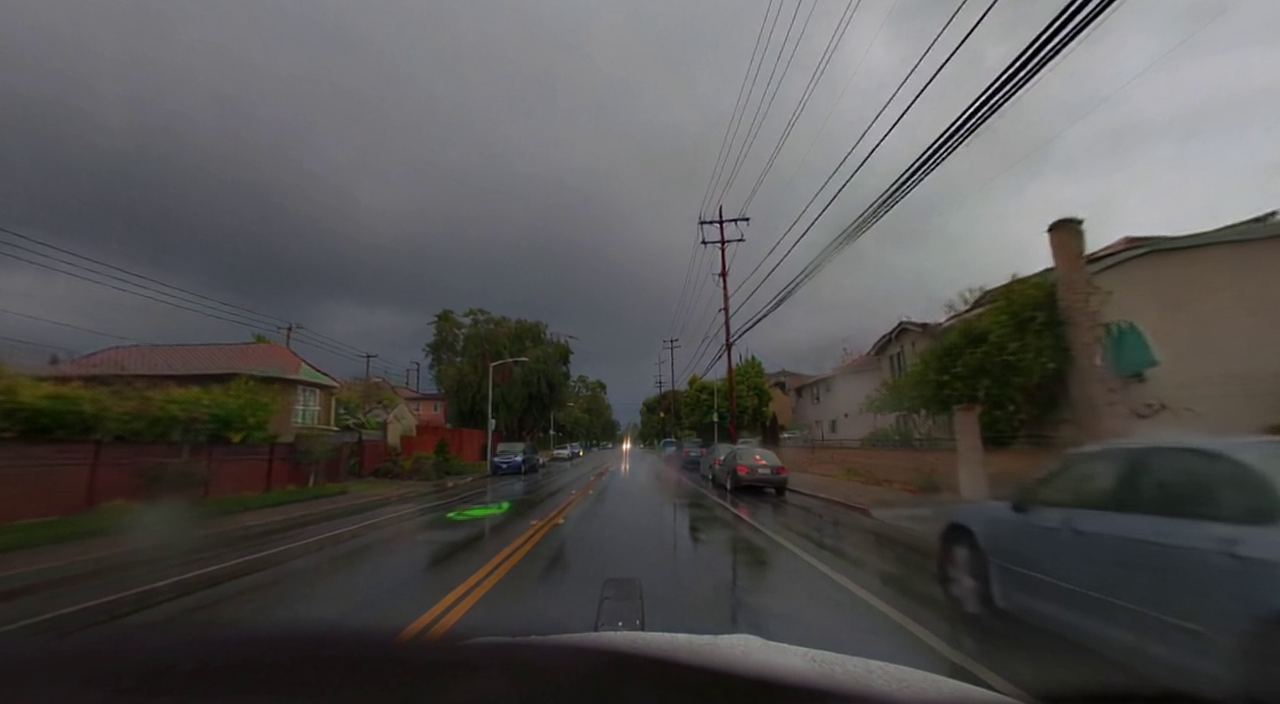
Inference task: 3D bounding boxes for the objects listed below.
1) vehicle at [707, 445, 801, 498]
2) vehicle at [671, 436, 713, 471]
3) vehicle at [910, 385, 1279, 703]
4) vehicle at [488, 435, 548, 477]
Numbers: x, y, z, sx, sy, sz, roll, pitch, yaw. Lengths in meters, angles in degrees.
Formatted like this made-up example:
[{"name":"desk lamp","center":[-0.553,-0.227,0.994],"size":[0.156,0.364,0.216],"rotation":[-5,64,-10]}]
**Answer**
[{"name":"vehicle","center":[3.298,3.546,19.215],"size":[1.967,1.382,4.361],"rotation":[0,-8,-1]},{"name":"vehicle","center":[3.093,6.187,38.622],"size":[2.065,1.953,5.359],"rotation":[0,-8,-1]},{"name":"vehicle","center":[3.455,0.999,3.065],"size":[2.024,1.554,4.867],"rotation":[0,-8,-1]},{"name":"vehicle","center":[-6.821,5.829,35.951],"size":[2.451,2.099,5.112],"rotation":[-1,-7,0]}]
